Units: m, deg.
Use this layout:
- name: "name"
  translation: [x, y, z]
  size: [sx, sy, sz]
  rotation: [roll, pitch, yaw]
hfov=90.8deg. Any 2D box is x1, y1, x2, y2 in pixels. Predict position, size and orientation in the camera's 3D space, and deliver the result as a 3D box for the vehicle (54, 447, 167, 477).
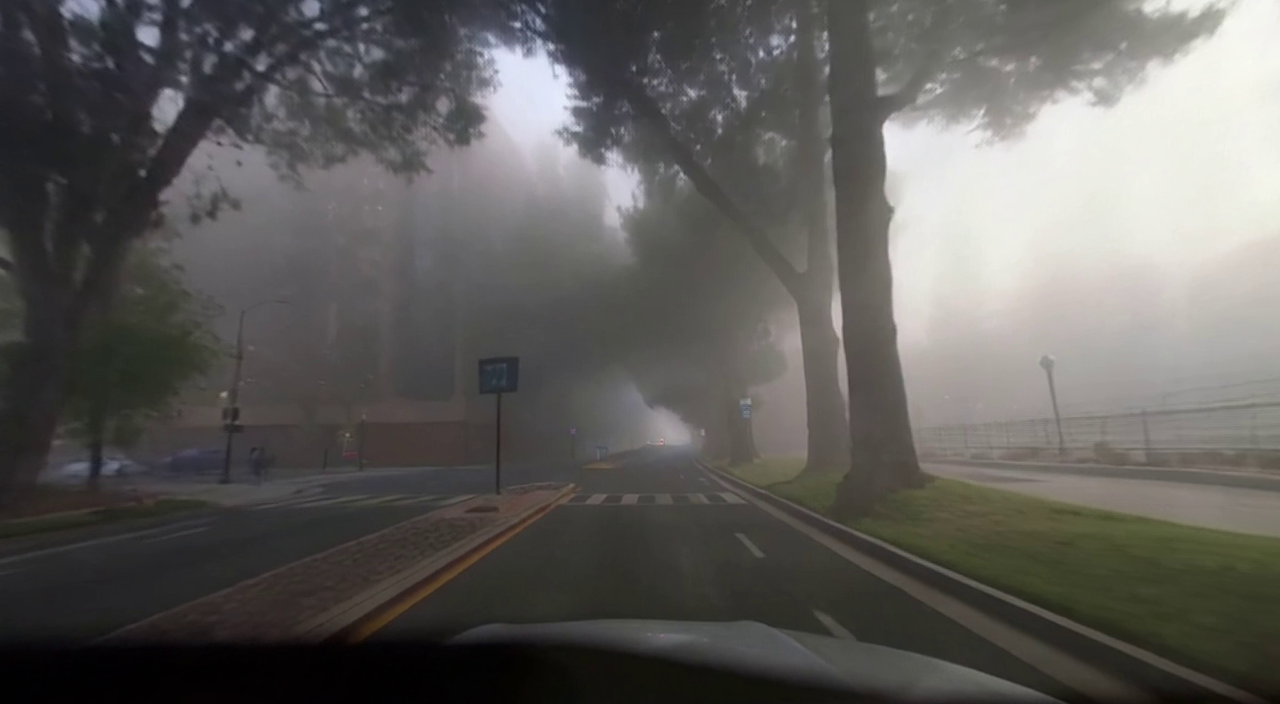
- name: "vehicle"
  translation: [-28.345, 5.881, 33.897]
  size: [4.340, 1.466, 1.938]
  rotation: [-1, -8, 1]
